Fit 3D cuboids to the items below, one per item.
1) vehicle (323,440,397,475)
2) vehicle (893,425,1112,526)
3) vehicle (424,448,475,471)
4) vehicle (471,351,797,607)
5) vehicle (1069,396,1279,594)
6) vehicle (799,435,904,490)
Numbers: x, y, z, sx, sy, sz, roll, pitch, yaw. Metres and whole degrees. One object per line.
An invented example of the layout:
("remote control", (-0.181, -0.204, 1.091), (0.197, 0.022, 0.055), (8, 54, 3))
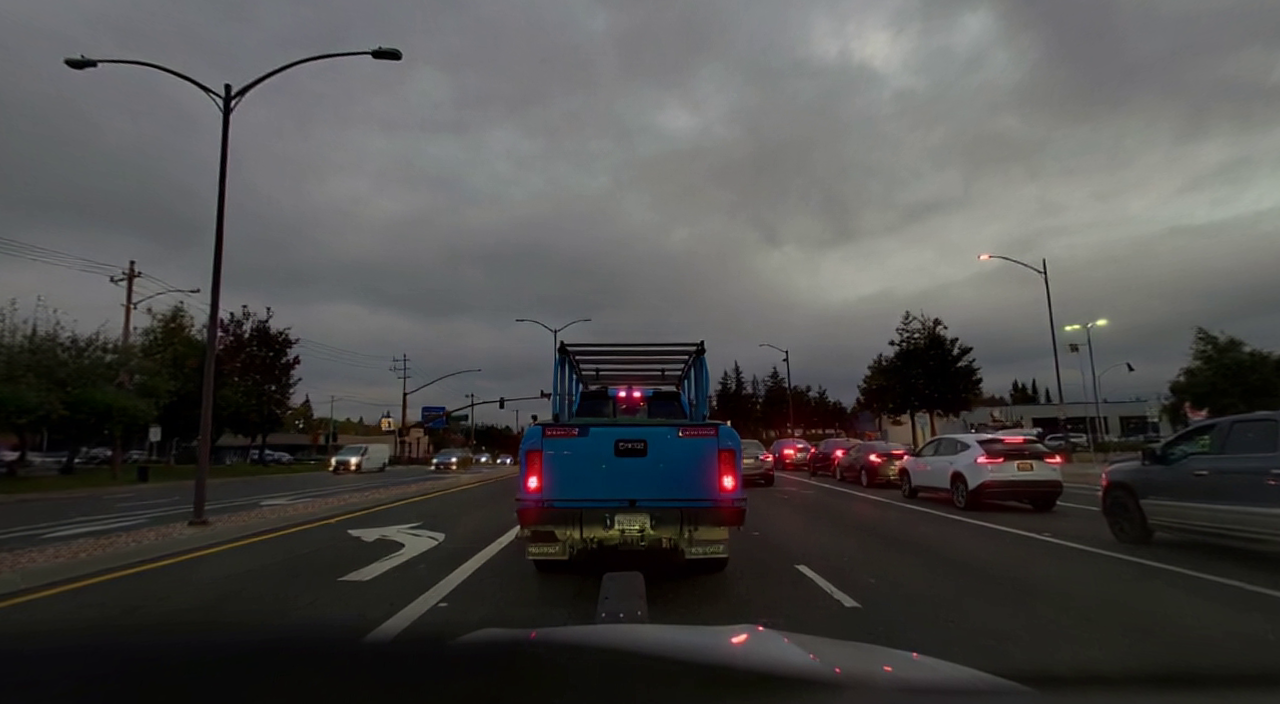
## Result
("vehicle", (-19.316, 7.289, 43.946), (2.700, 2.296, 5.270), (0, -9, -1))
("vehicle", (7.065, 2.435, 12.968), (1.931, 1.692, 4.267), (0, -9, 0))
("vehicle", (-12.559, 7.096, 41.949), (1.983, 1.449, 4.501), (0, -9, 0))
("vehicle", (-0.096, 1.464, 8.169), (2.682, 2.117, 5.706), (0, -9, -1))
("vehicle", (6.804, 1.363, 6.162), (2.023, 1.771, 4.488), (0, -9, 0))
("vehicle", (7.059, 3.732, 21.605), (1.953, 1.665, 4.327), (0, -9, -2))
